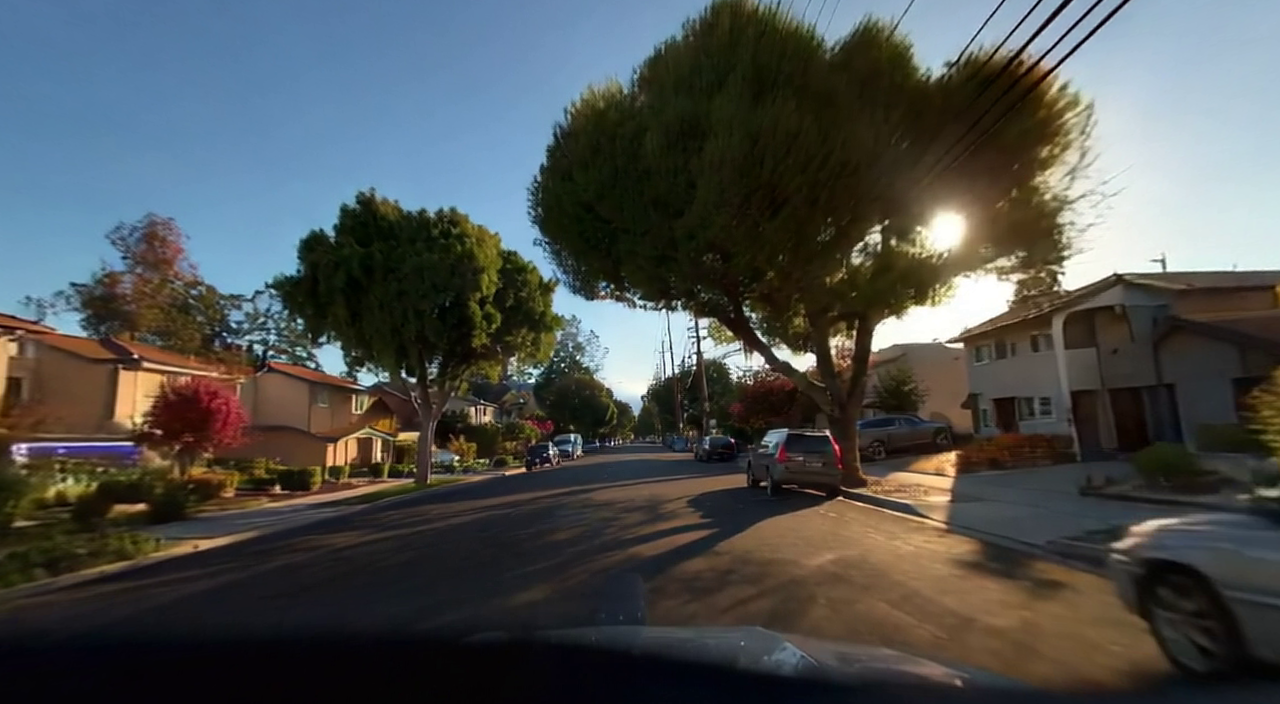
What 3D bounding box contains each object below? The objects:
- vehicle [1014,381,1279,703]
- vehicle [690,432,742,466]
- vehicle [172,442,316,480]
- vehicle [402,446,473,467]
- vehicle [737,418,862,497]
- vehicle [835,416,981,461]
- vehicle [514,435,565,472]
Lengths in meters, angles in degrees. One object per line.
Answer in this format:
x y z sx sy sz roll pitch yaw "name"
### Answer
4.006 0.868 2.613 2.016 1.544 4.645 0 -8 -1 "vehicle"
3.967 5.163 33.715 2.040 1.640 4.153 1 -8 -3 "vehicle"
-19.771 5.458 31.762 5.746 1.830 2.162 0 -8 -2 "vehicle"
-15.097 7.787 47.191 4.615 1.489 1.971 0 -8 2 "vehicle"
3.965 2.729 16.673 2.105 1.755 4.749 0 -8 1 "vehicle"
11.798 3.858 28.166 5.447 1.895 2.202 0 -8 2 "vehicle"
-5.824 5.924 37.319 2.213 1.786 4.674 -6 -7 -2 "vehicle"
